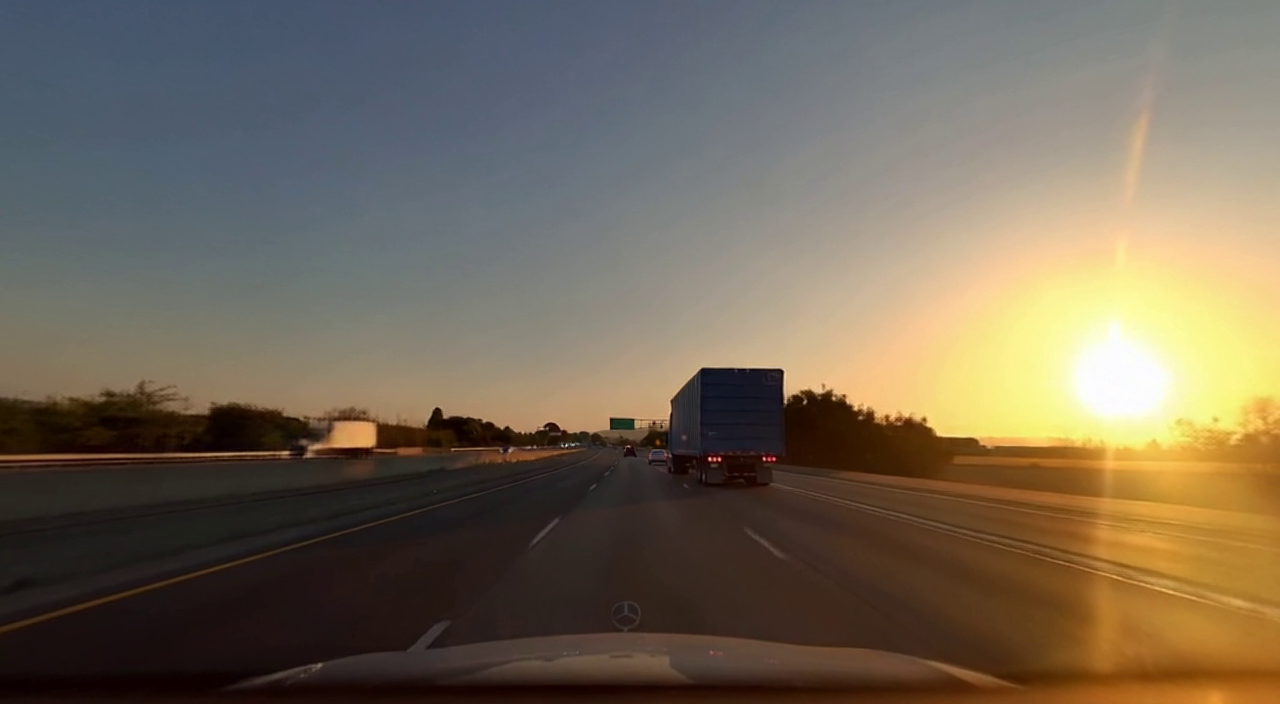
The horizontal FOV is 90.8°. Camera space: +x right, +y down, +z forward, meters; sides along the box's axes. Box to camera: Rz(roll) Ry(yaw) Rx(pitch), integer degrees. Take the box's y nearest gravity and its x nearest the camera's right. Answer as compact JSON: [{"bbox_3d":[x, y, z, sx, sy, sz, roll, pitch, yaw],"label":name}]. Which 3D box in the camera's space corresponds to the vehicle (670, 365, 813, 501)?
[{"bbox_3d":[3.508,3.748,27.667,3.462,4.177,16.311,0,-9,0],"label":"vehicle"}]

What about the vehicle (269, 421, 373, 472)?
[{"bbox_3d":[-18.762,5.649,37.664,2.480,2.709,7.046,0,-9,0],"label":"vehicle"}]
